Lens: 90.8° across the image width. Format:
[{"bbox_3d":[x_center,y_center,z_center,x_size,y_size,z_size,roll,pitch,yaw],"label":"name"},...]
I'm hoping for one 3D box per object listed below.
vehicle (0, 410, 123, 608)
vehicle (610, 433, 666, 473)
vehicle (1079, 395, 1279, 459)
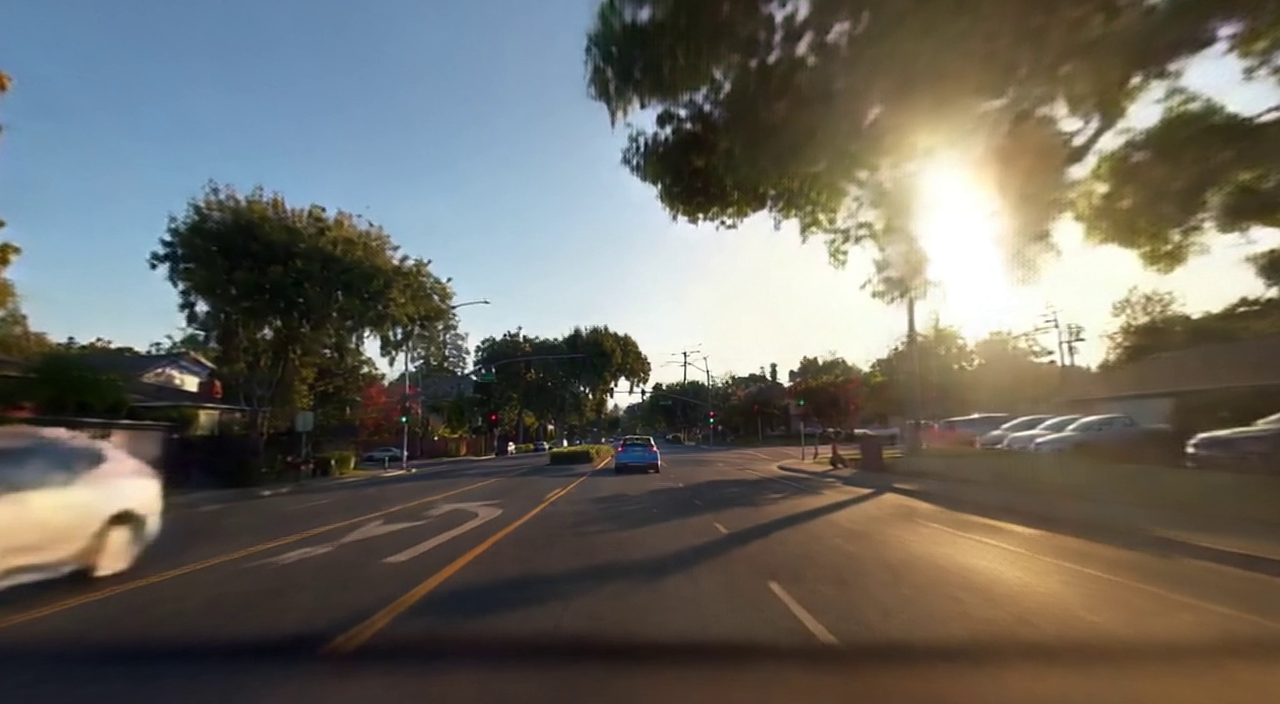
[{"bbox_3d":[-6.778,1.266,4.703,2.117,1.756,4.375,0,-9,0],"label":"vehicle"},{"bbox_3d":[-0.068,4.066,25.596,2.104,1.462,3.991,0,-9,0],"label":"vehicle"},{"bbox_3d":[16.562,2.304,19.264,4.724,1.814,2.108,0,-9,-1],"label":"vehicle"}]
